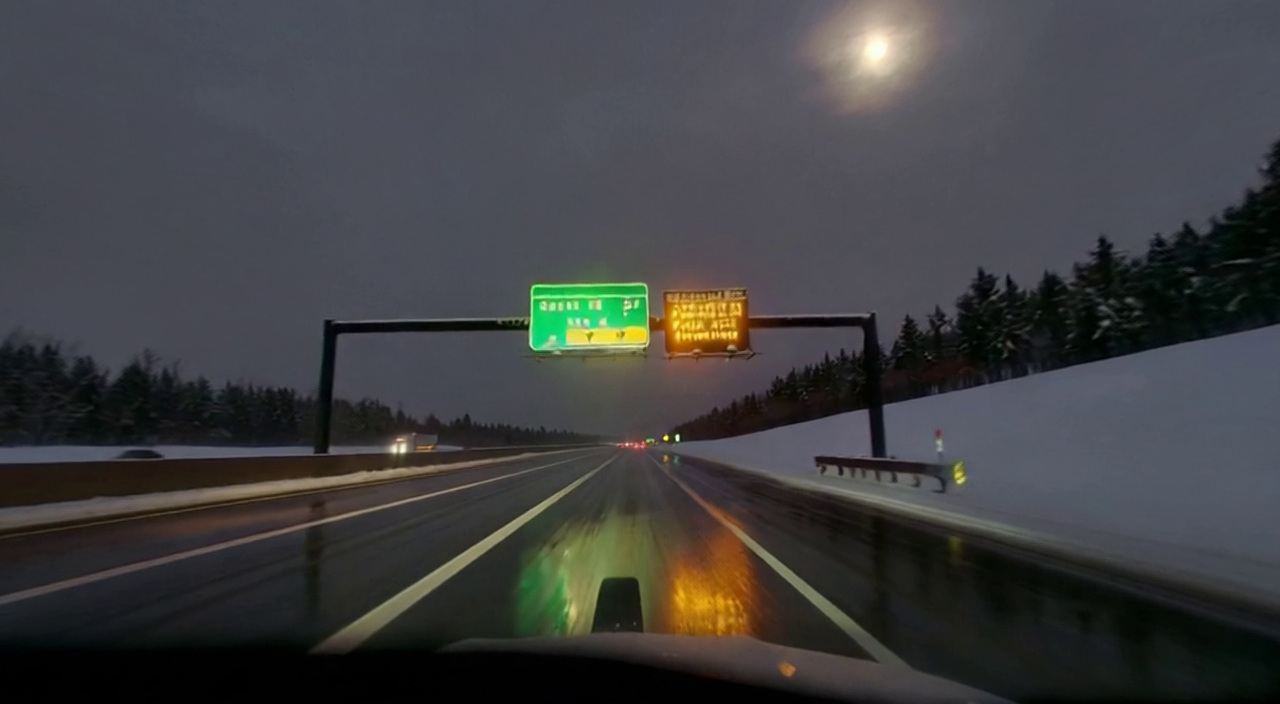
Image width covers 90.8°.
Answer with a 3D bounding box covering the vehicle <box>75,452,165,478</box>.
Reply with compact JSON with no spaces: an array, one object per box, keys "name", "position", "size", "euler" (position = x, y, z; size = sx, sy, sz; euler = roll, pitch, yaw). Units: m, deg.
[{"name":"vehicle","position":[-33.454,7.266,40.833],"size":[1.820,1.499,4.637],"euler":[0,-8,0]}]
